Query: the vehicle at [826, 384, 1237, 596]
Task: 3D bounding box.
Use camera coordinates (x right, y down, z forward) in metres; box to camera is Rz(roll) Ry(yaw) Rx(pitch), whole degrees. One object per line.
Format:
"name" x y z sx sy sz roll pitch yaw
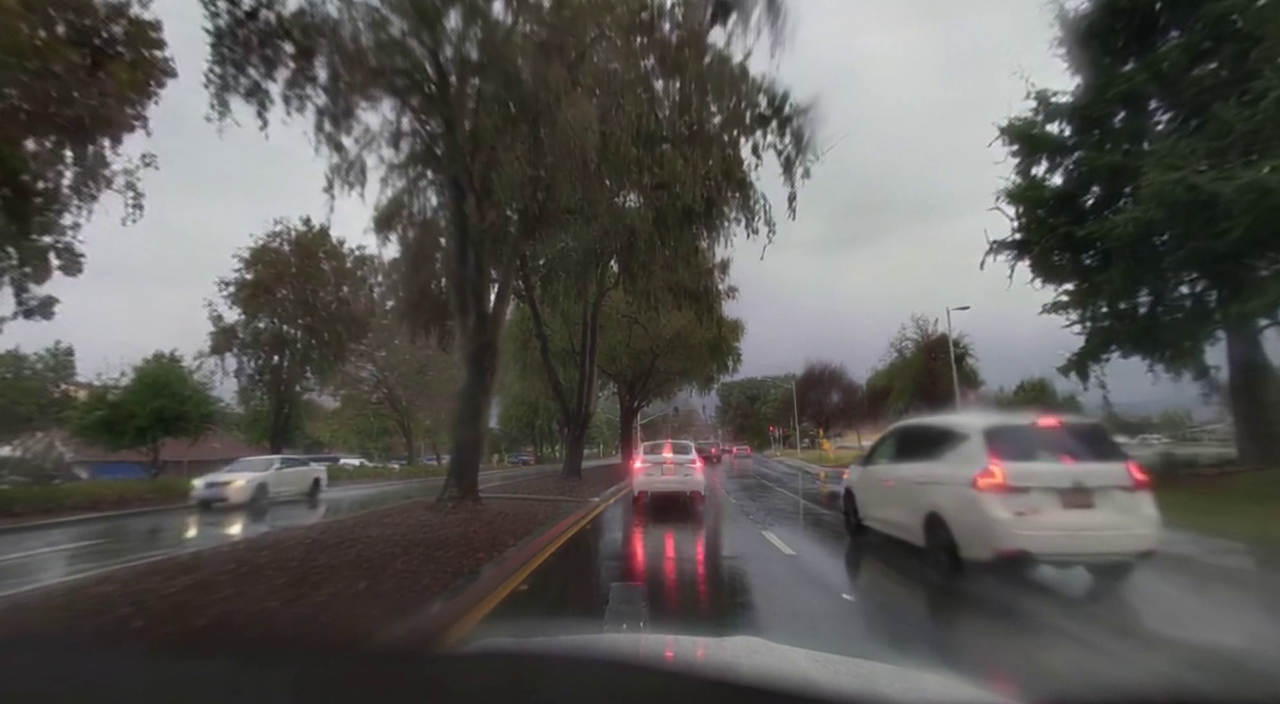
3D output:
"vehicle" 4.164 1.569 8.158 1.953 1.818 5.299 0 -8 1

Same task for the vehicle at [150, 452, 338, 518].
"vehicle" -10.838 3.630 17.821 2.027 1.511 4.711 -1 -8 4

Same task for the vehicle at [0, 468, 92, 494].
"vehicle" -39.103 8.459 41.561 4.279 1.561 2.022 -1 -8 7

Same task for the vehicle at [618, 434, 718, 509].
"vehicle" 0.735 2.862 15.621 2.154 1.585 3.997 -1 -8 4
